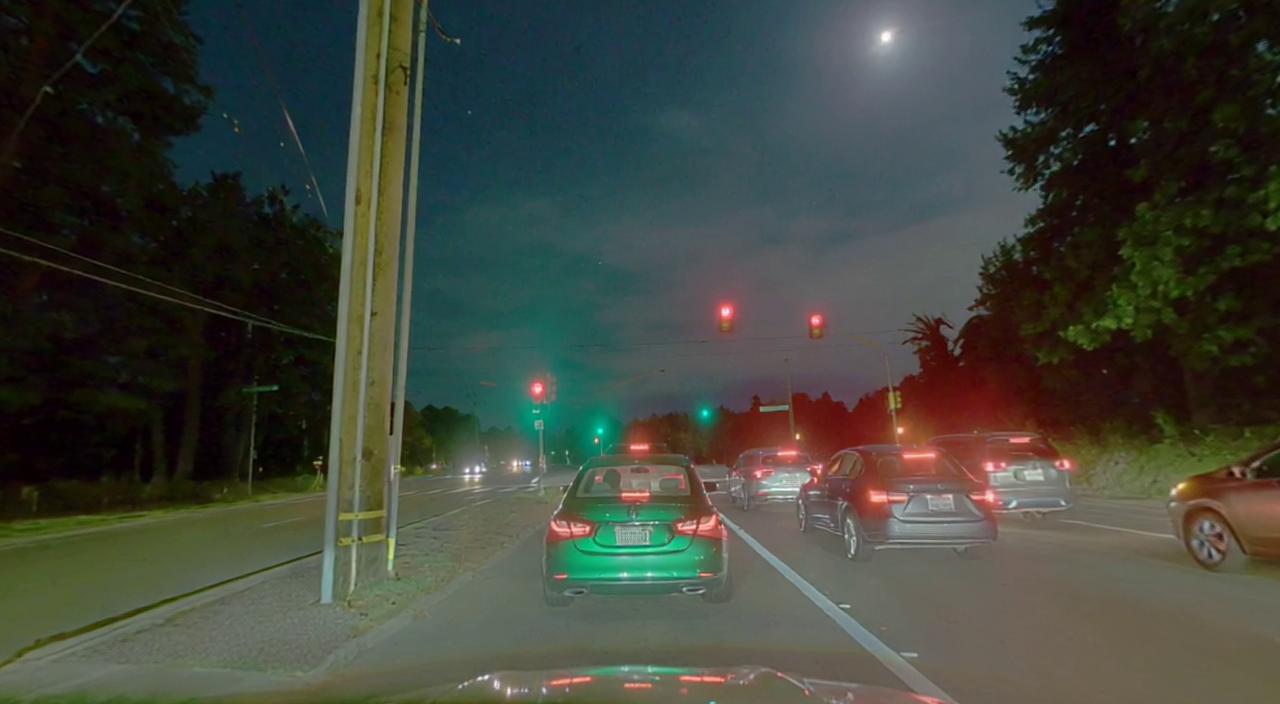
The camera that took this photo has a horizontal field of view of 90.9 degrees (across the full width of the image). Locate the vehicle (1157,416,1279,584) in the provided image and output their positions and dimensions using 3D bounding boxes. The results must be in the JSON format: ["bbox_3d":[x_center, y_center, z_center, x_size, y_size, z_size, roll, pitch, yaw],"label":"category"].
[{"bbox_3d":[6.939,1.337,5.570,1.783,1.572,3.421,0,-9,1],"label":"vehicle"}]

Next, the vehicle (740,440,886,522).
[{"bbox_3d":[3.533,2.721,13.825,1.934,1.494,4.446,0,-9,0],"label":"vehicle"}]

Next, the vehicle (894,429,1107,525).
[{"bbox_3d":[7.022,2.468,12.903,1.923,1.611,4.094,0,-9,0],"label":"vehicle"}]

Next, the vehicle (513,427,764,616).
[{"bbox_3d":[0.010,1.679,7.100,2.015,1.502,3.898,0,-9,1],"label":"vehicle"}]
